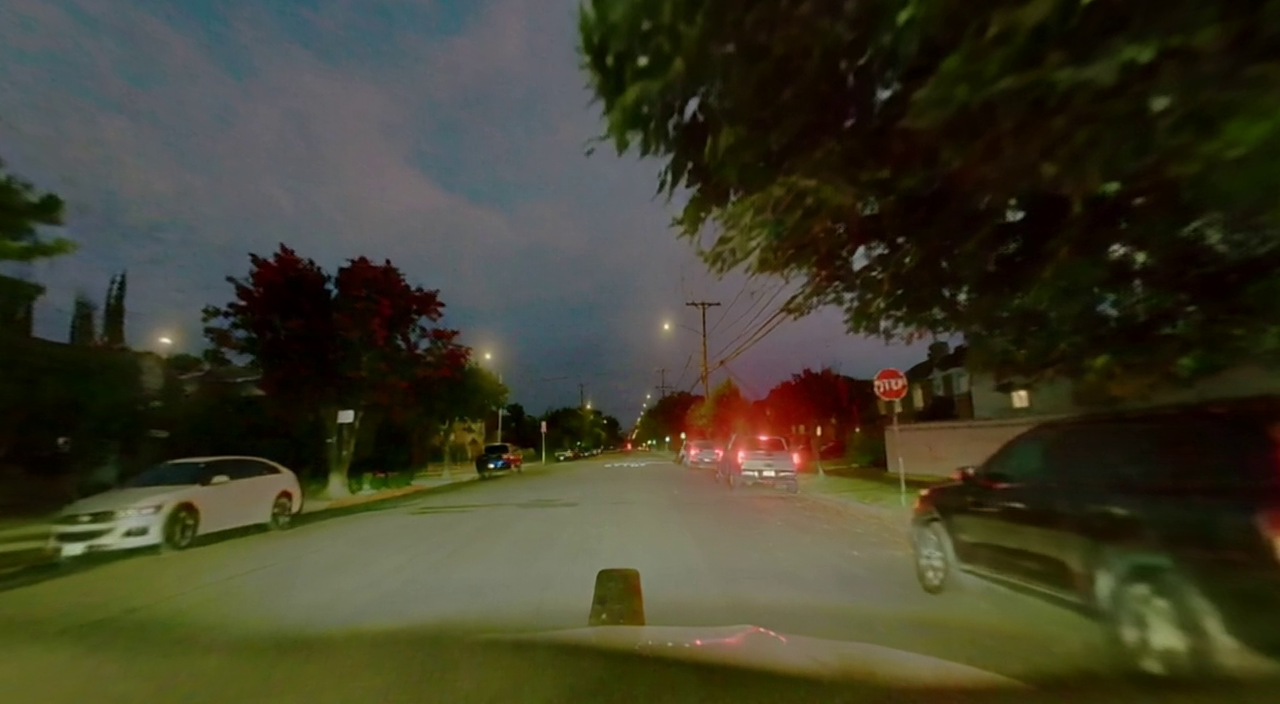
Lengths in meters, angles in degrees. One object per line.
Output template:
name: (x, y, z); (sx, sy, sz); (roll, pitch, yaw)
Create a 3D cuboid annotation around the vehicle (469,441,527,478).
vehicle: (-7.405, 5.707, 33.309); (1.980, 1.664, 4.342); (-5, -11, -1)

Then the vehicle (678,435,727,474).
vehicle: (3.059, 5.134, 31.768); (1.993, 1.778, 4.311); (0, -9, 0)

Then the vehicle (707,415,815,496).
vehicle: (3.423, 3.079, 19.138); (2.111, 2.054, 5.748); (0, -9, 0)

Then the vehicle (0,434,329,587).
vehicle: (-6.749, 2.181, 9.171); (2.086, 1.516, 4.568); (-6, -11, 1)

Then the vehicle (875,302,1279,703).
vehicle: (3.202, 0.923, 3.532); (2.069, 1.750, 4.294); (0, -9, 0)
